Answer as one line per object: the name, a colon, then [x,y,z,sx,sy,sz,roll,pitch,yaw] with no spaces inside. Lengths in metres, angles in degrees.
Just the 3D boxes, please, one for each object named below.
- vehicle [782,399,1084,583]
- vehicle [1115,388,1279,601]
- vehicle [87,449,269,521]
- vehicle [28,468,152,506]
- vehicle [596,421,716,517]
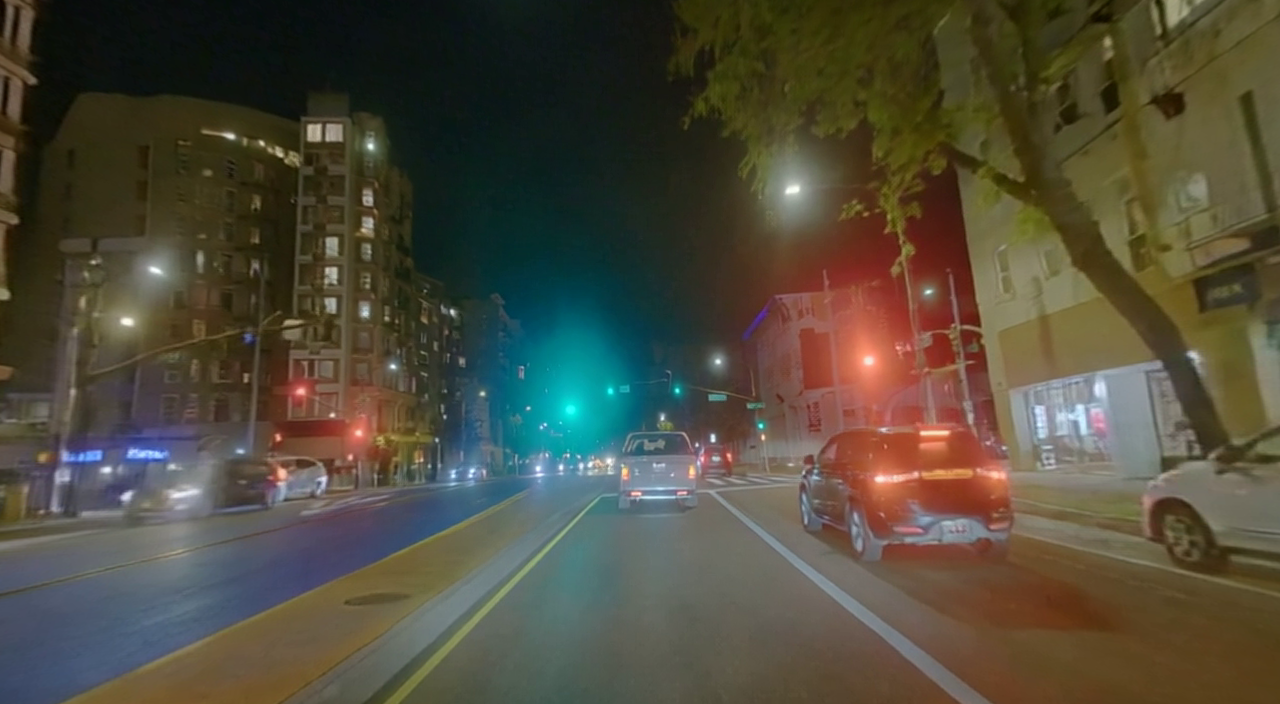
vehicle: [3.286,1.646,8.176,1.939,1.746,4.091,0,-9,1]
vehicle: [6.449,1.123,4.792,2.066,1.790,4.663,0,-9,1]
vehicle: [-13.798,3.937,19.290,1.914,1.889,4.585,-1,-9,2]
vehicle: [-29.015,7.113,33.400,4.558,1.818,2.120,0,-9,1]
vehicle: [0.313,2.489,13.780,2.209,1.748,4.130,0,-9,1]
